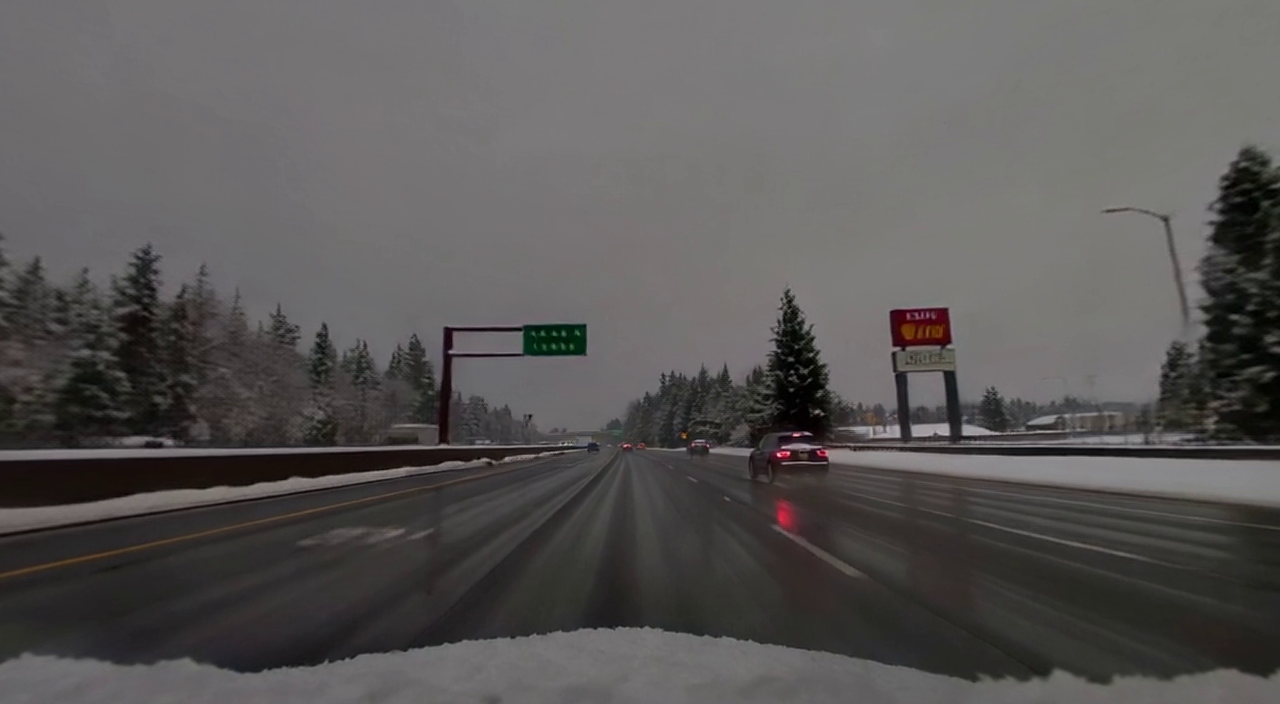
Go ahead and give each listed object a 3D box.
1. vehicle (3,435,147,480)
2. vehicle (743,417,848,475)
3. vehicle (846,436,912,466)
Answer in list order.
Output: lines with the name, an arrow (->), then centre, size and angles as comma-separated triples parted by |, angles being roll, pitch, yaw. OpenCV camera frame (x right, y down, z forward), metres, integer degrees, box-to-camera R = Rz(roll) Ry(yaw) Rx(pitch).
vehicle -> -24.690, 4.623, 27.817 | 1.979, 1.794, 4.778 | 0, -8, -1
vehicle -> 7.024, 4.445, 29.774 | 2.779, 2.339, 8.073 | 0, -8, -1
vehicle -> 14.180, 5.892, 37.593 | 2.072, 1.611, 4.387 | 0, -8, -2
